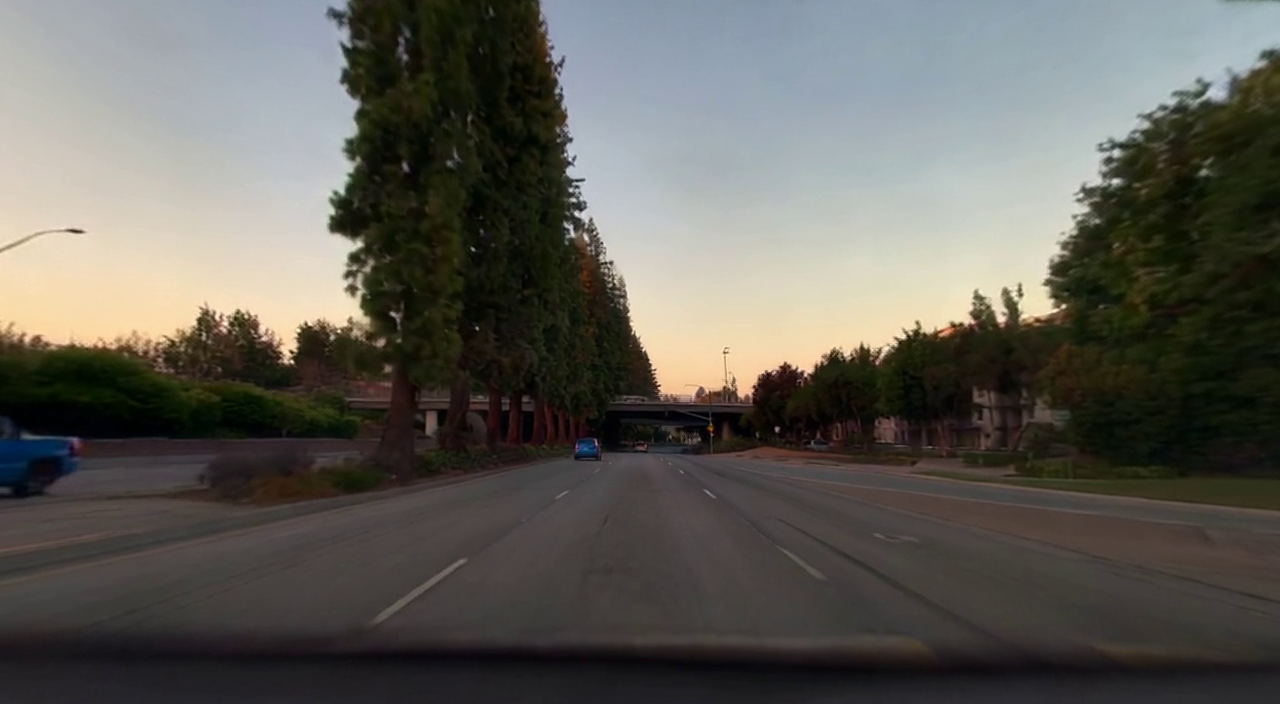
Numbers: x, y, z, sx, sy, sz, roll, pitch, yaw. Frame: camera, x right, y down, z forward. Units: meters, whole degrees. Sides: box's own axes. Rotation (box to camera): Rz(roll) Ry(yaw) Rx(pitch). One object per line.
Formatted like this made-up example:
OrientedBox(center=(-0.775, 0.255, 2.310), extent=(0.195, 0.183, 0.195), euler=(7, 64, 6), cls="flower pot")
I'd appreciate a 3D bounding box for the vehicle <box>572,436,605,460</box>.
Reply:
OrientedBox(center=(-3.777, 7.151, 46.981), extent=(2.042, 1.686, 4.372), euler=(0, -9, 1), cls="vehicle")
